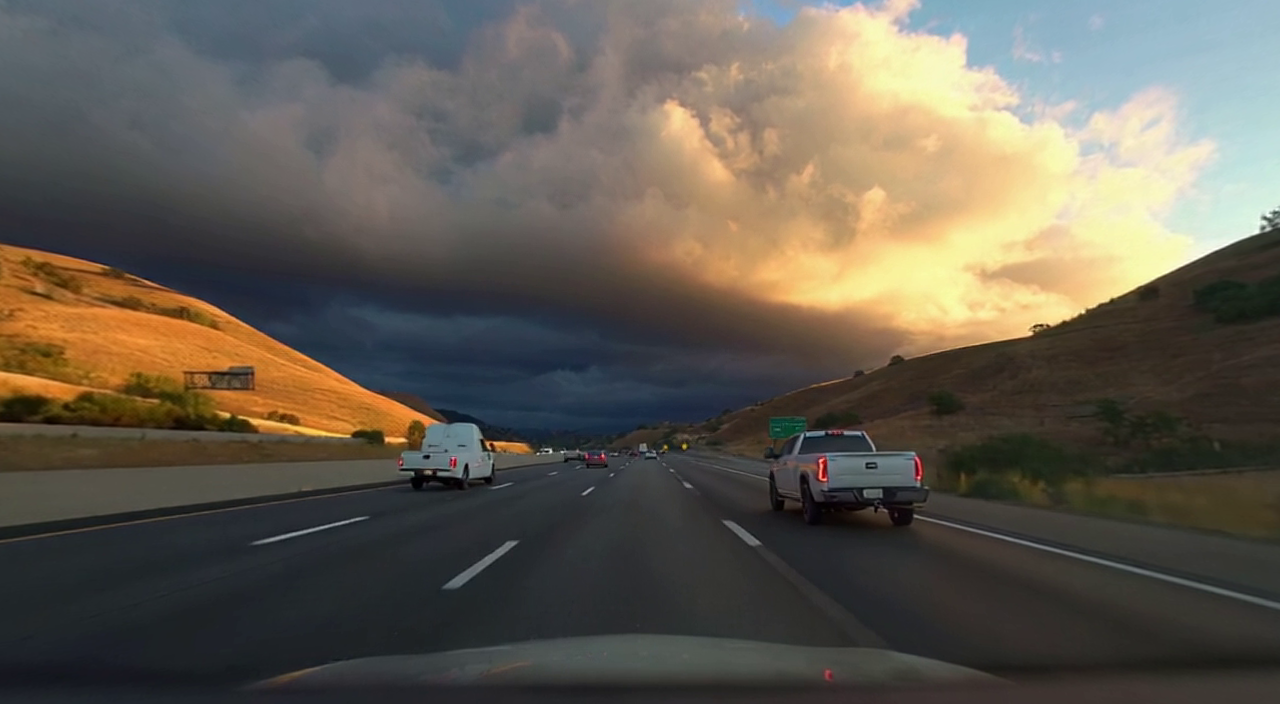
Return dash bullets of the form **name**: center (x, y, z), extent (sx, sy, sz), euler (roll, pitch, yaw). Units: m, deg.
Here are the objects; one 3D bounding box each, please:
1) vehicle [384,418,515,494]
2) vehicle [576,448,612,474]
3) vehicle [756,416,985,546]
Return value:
- **vehicle**: center (-7.050, 4.018, 24.591), extent (2.937, 2.509, 7.090), euler (0, -9, 0)
- **vehicle**: center (-2.928, 7.067, 41.147), extent (2.009, 1.593, 4.378), euler (0, -9, 0)
- **vehicle**: center (3.638, 2.157, 11.154), extent (2.231, 1.789, 4.700), euler (0, -9, 0)
